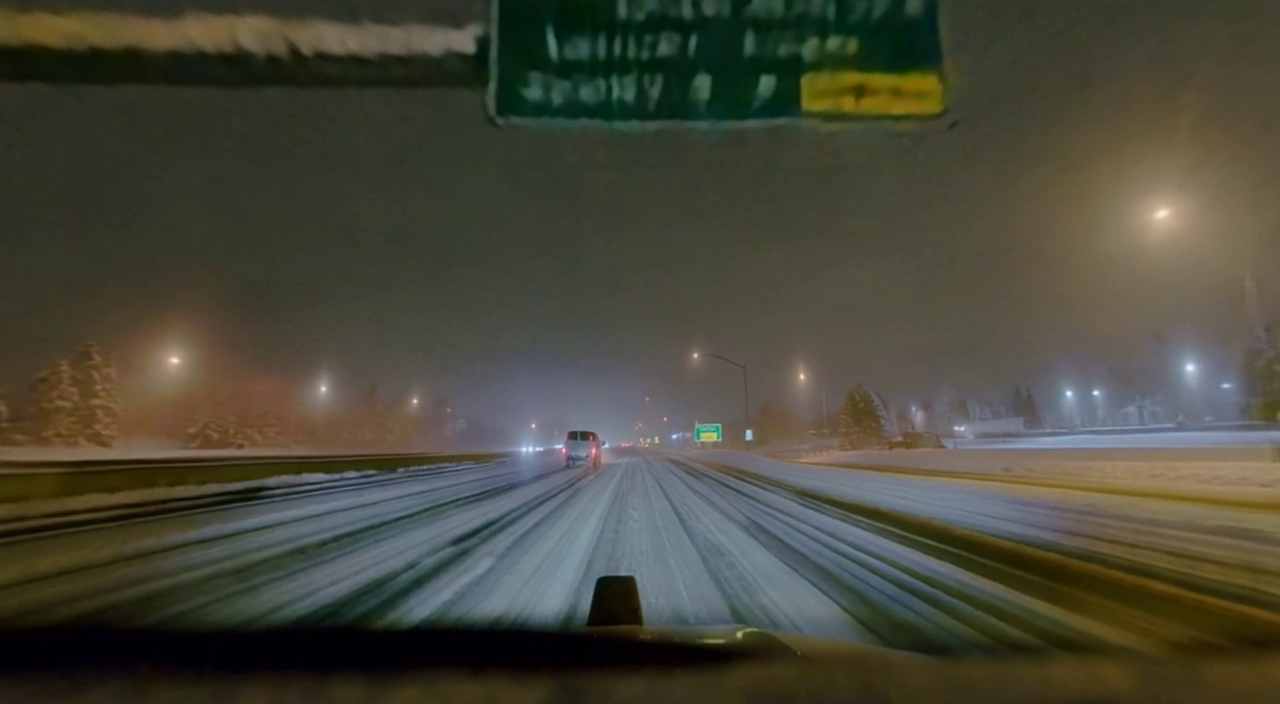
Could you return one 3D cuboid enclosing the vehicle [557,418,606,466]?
[{"bbox_3d":[-3.823,6.125,43.008,2.881,2.937,7.045,0,-8,-2],"label":"vehicle"}]
